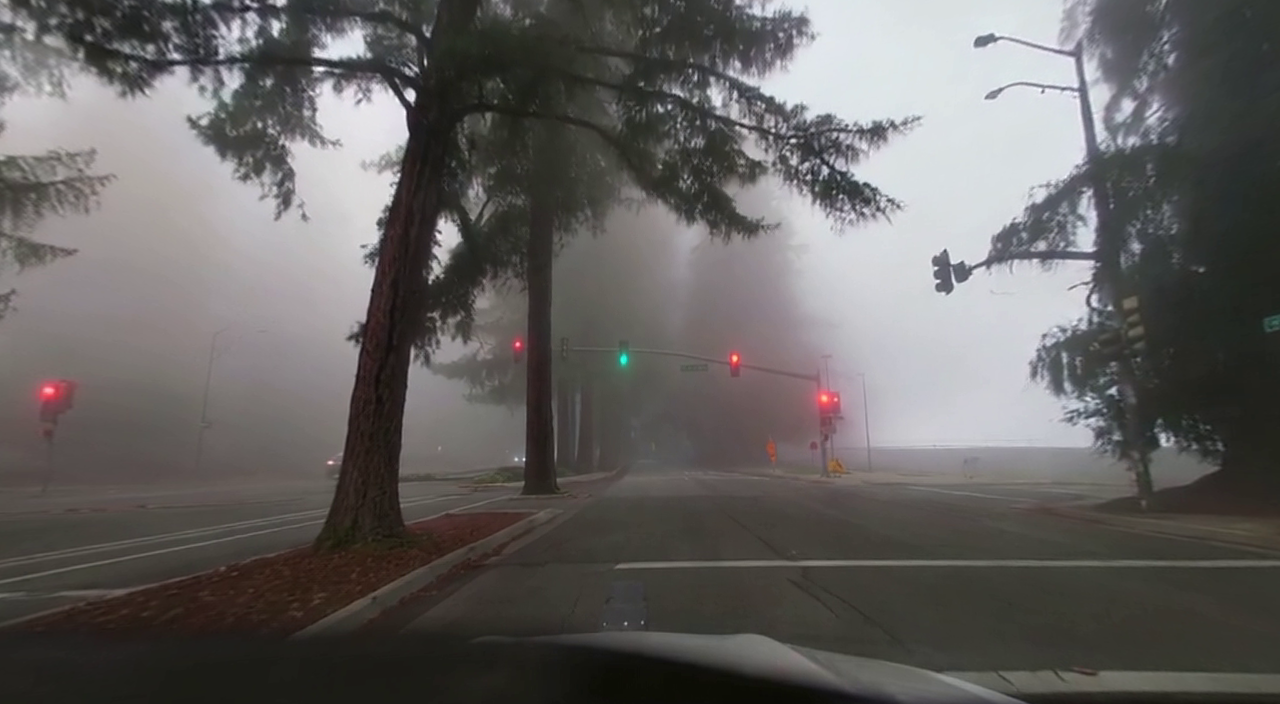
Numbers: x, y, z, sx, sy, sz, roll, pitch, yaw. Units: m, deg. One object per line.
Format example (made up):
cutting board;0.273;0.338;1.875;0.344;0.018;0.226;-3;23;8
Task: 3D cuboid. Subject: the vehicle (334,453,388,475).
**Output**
vehicle;-20.597;8.285;46.742;1.965;1.475;4.269;-1;-8;2
